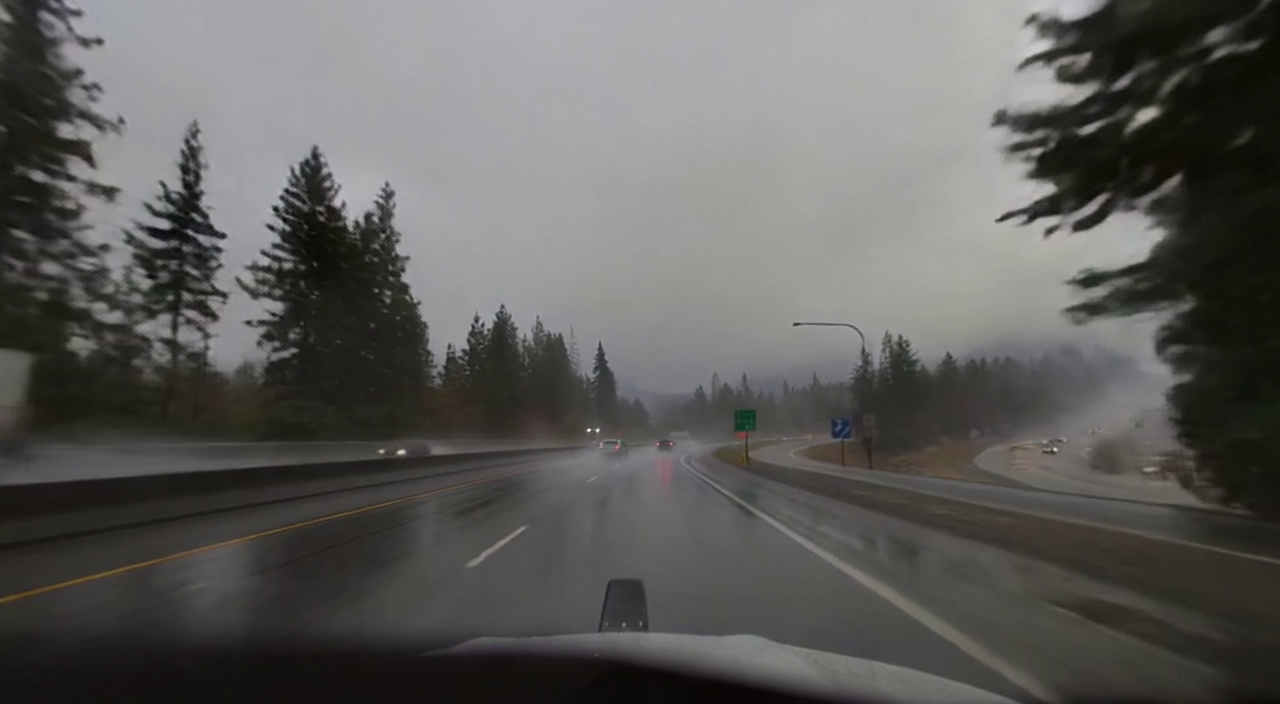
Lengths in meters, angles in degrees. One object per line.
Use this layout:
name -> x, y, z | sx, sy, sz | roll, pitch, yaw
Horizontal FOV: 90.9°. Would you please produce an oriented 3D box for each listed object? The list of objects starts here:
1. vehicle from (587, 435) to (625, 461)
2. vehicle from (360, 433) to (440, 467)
vehicle -> -2.400, 6.924, 45.634 | 2.129, 1.742, 4.217 | -1, -8, 5
vehicle -> -12.592, 5.169, 33.508 | 2.015, 1.642, 5.169 | 0, -8, 2
